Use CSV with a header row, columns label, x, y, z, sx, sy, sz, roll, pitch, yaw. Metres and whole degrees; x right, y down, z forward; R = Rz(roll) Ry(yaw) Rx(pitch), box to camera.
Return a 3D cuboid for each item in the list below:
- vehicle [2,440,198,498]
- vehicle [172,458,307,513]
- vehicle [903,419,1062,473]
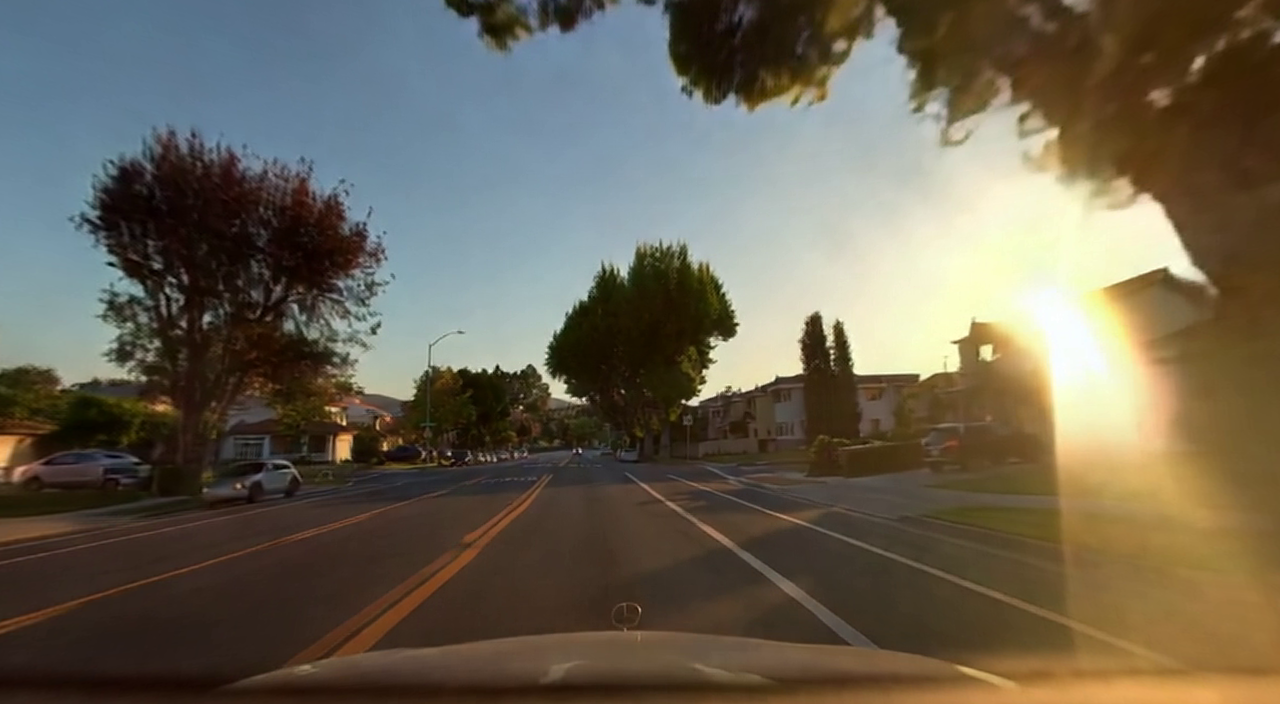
label,x,y,z,sx,sy,sz,roll,pitch,yaw
vehicle,-20.821,4.511,24.575,5.560,1.892,2.099,-2,-9,-2
vehicle,-12.802,4.238,20.555,1.870,1.451,4.140,0,-8,-4
vehicle,11.150,3.065,20.679,4.216,1.634,1.999,2,-9,-15
